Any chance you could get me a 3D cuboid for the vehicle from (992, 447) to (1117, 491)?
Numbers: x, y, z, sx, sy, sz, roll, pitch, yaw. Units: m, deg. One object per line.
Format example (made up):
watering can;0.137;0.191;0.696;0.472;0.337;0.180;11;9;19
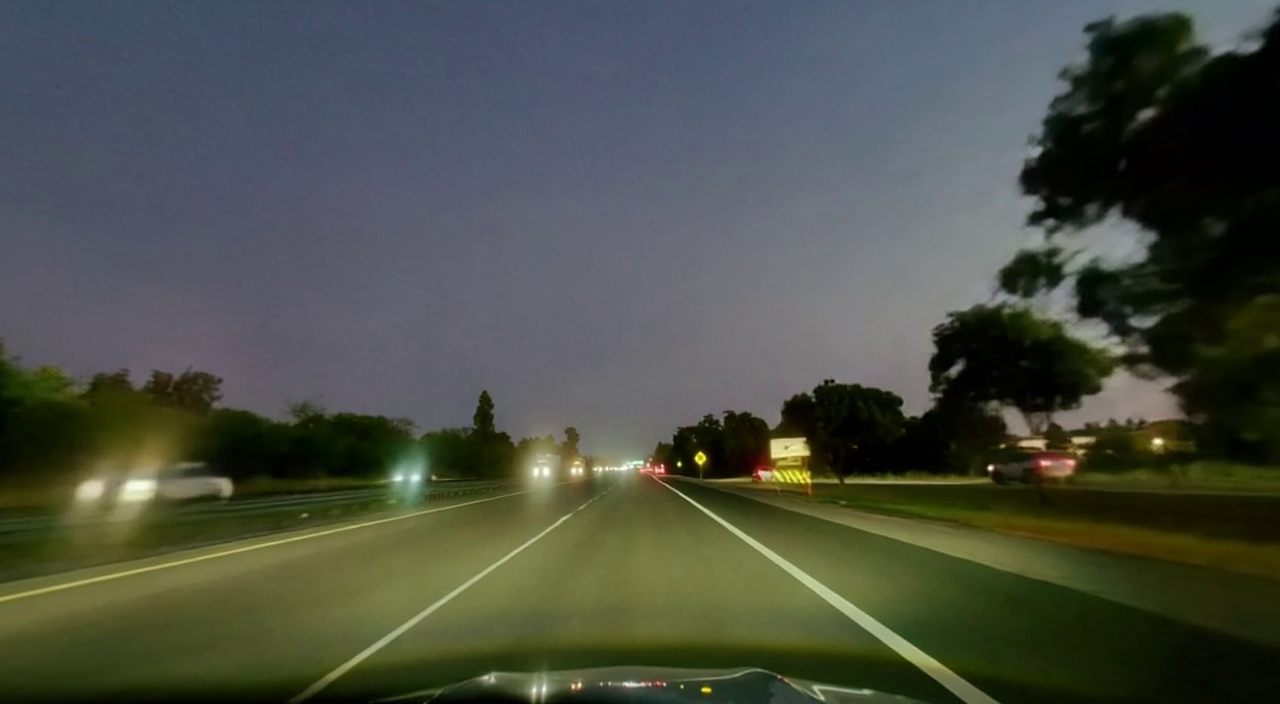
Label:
vehicle;15.930;4.553;24.498;1.973;1.540;3.978;1;-11;-3
